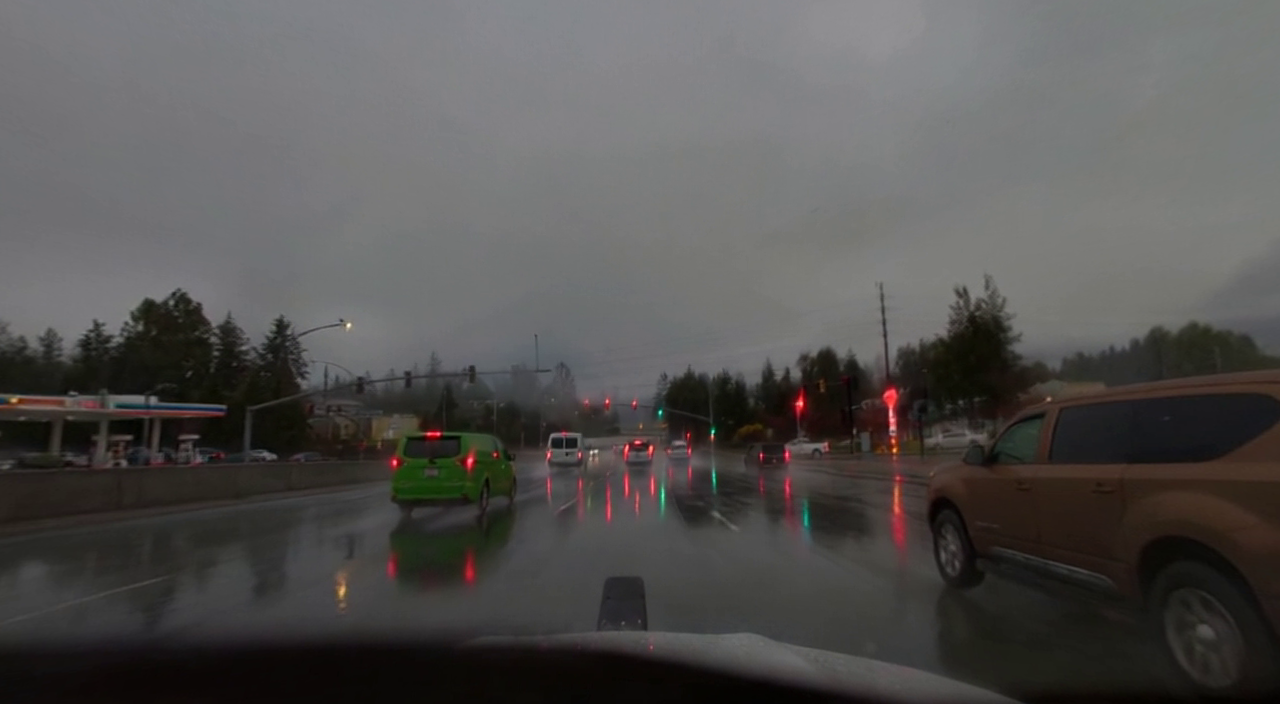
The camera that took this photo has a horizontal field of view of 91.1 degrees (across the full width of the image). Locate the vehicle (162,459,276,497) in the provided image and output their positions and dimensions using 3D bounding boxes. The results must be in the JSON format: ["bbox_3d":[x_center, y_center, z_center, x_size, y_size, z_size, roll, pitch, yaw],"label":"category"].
[{"bbox_3d":[-19.734,5.893,29.771,2.324,1.551,4.965,1,-9,-6],"label":"vehicle"}]

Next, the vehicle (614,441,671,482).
[{"bbox_3d":[0.096,5.047,29.427,2.426,1.703,5.602,0,-9,0],"label":"vehicle"}]

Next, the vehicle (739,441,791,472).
[{"bbox_3d":[7.189,6.047,36.506,2.119,1.696,4.623,0,-9,1],"label":"vehicle"}]

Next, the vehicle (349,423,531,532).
[{"bbox_3d":[-3.714,2.438,12.856,2.002,1.747,5.173,0,-9,0],"label":"vehicle"}]

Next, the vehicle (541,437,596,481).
[{"bbox_3d":[-3.345,5.124,30.449,2.025,1.936,4.995,0,-9,1],"label":"vehicle"}]

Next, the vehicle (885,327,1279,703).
[{"bbox_3d":[3.674,1.046,4.238,2.055,1.786,4.817,0,-9,0],"label":"vehicle"}]
